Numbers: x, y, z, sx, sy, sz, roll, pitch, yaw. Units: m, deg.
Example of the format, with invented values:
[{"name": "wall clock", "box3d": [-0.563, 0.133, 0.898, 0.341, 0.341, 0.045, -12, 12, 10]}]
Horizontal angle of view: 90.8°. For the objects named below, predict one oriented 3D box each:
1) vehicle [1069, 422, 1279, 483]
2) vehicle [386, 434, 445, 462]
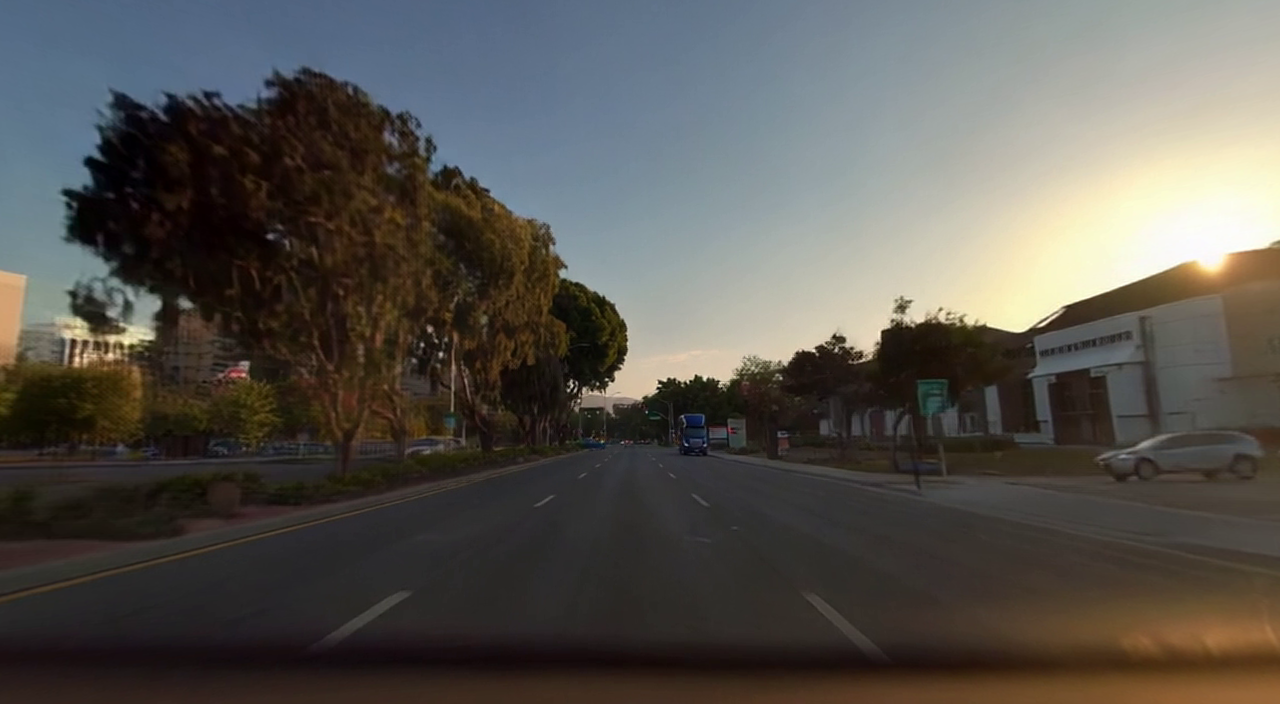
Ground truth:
[{"name": "vehicle", "box3d": [14.992, 2.833, 17.870, 4.296, 1.596, 1.807, 0, -8, 0]}, {"name": "vehicle", "box3d": [-12.676, 5.436, 35.944, 1.887, 1.447, 4.031, 0, -8, 0]}]
